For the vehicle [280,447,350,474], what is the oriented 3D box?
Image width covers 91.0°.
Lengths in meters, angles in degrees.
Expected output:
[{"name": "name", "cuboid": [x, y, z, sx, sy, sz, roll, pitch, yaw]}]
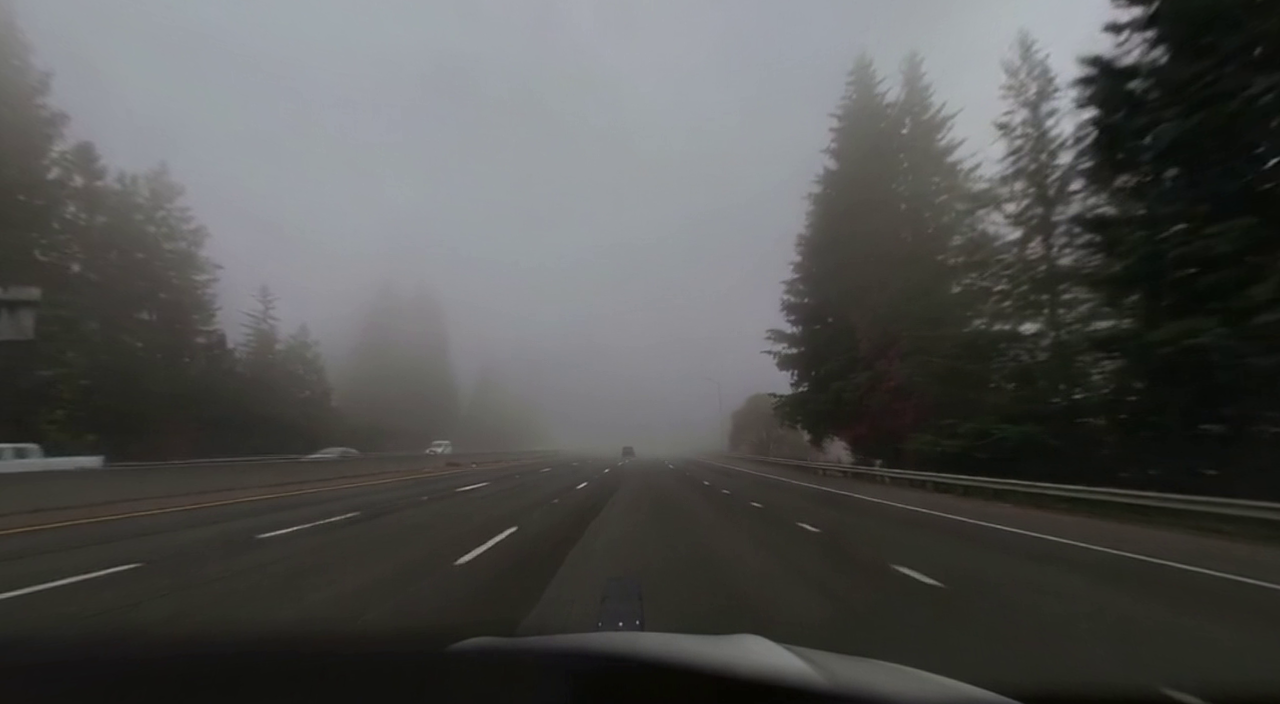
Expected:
[{"name": "vehicle", "cuboid": [-19.379, 6.446, 37.709, 1.859, 1.505, 4.142, 0, -9, 2]}]
